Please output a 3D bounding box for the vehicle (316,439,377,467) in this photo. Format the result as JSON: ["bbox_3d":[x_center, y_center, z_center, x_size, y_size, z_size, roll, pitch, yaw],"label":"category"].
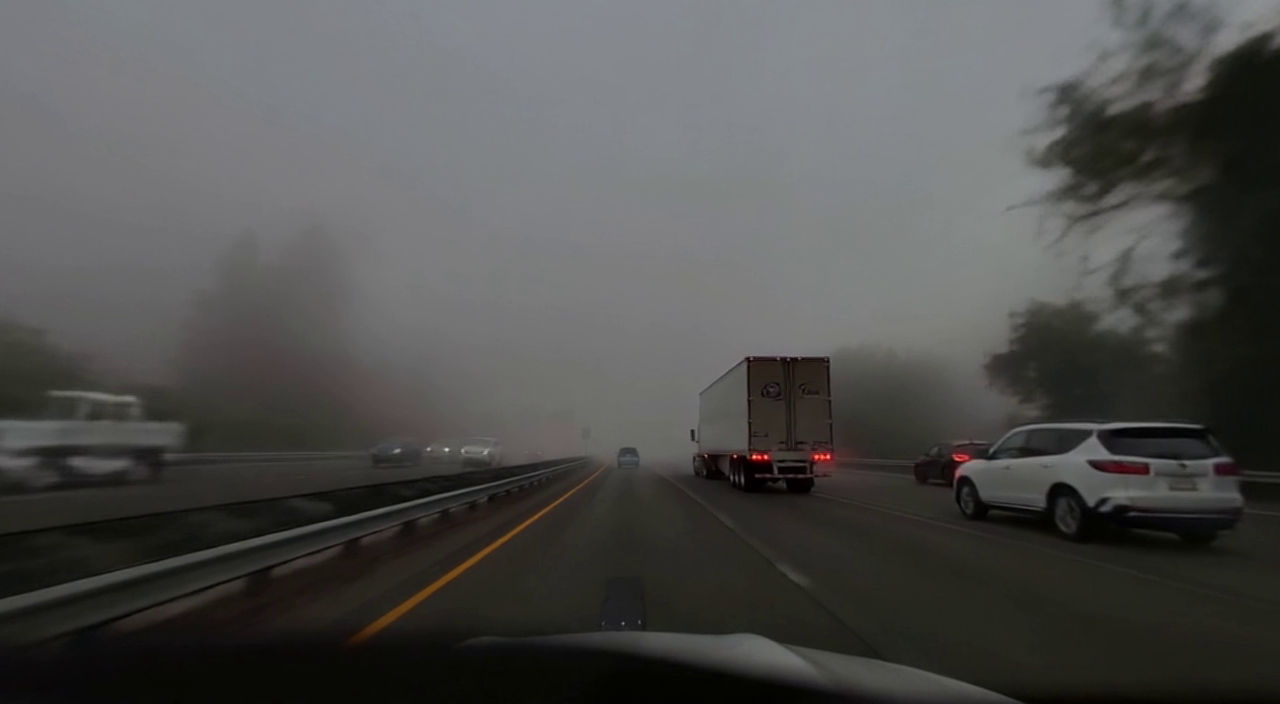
[{"bbox_3d":[-16.507,5.702,35.566,1.731,1.512,3.543,0,-9,0],"label":"vehicle"}]

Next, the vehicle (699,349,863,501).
[{"bbox_3d":[4.341,2.983,23.596,2.890,4.006,14.039,0,-9,0],"label":"vehicle"}]

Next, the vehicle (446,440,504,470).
[{"bbox_3d":[-8.720,5.496,33.709,1.952,1.500,4.487,0,-9,0],"label":"vehicle"}]

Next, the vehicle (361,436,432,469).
[{"bbox_3d":[-12.614,5.264,32.992,2.034,1.600,4.304,0,-9,0],"label":"vehicle"}]

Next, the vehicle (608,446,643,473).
[{"bbox_3d":[-0.929,6.958,40.880,2.111,1.599,3.859,0,-9,-1],"label":"vehicle"}]

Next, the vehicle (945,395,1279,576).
[{"bbox_3d":[6.797,1.780,9.155,2.128,1.872,5.043,0,-9,0],"label":"vehicle"}]

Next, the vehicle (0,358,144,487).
[{"bbox_3d":[-15.690,1.644,14.450,2.609,2.862,7.328,0,-9,0],"label":"vehicle"}]
